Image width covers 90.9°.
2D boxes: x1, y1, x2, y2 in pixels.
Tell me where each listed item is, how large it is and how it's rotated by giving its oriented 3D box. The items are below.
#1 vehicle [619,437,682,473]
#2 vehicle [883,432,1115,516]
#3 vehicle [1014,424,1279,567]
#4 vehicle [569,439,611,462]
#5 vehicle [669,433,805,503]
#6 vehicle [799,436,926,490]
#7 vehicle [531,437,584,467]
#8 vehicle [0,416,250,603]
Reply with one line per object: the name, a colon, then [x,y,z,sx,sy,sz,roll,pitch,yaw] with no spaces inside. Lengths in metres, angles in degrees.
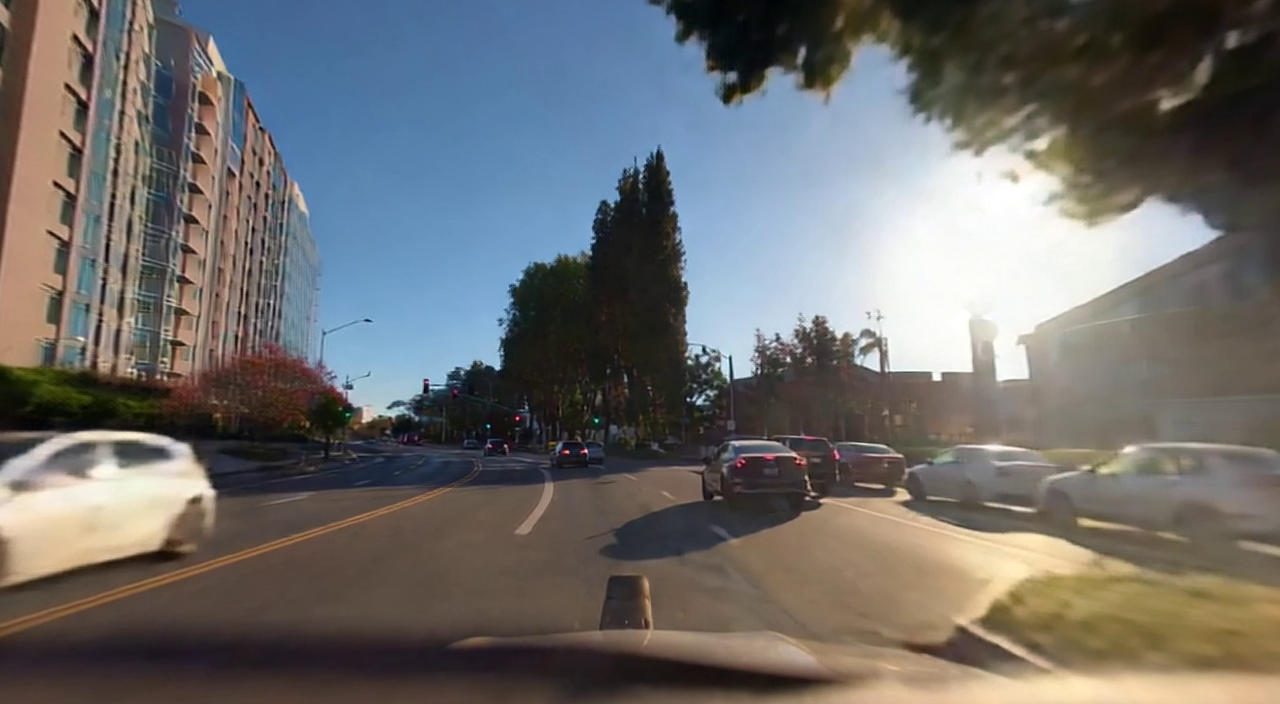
vehicle: [0.375,4.647,28.602,1.984,1.476,4.488,2,-9,-11]
vehicle: [7.287,2.515,13.566,1.882,1.469,4.766,1,-8,-5]
vehicle: [7.546,1.802,8.601,1.890,1.488,4.567,1,-8,-3]
vehicle: [-3.519,6.739,43.359,1.957,1.463,4.701,2,-9,-15]
vehicle: [2.179,2.810,15.711,2.280,1.472,4.426,1,-8,-6]
vehicle: [6.633,3.360,19.423,1.820,1.450,4.408,1,-8,-8]
vehicle: [-4.713,5.601,35.365,2.308,1.535,4.811,2,-9,-15]
vehicle: [-6.446,1.467,6.383,2.325,1.509,4.340,1,-8,-3]
